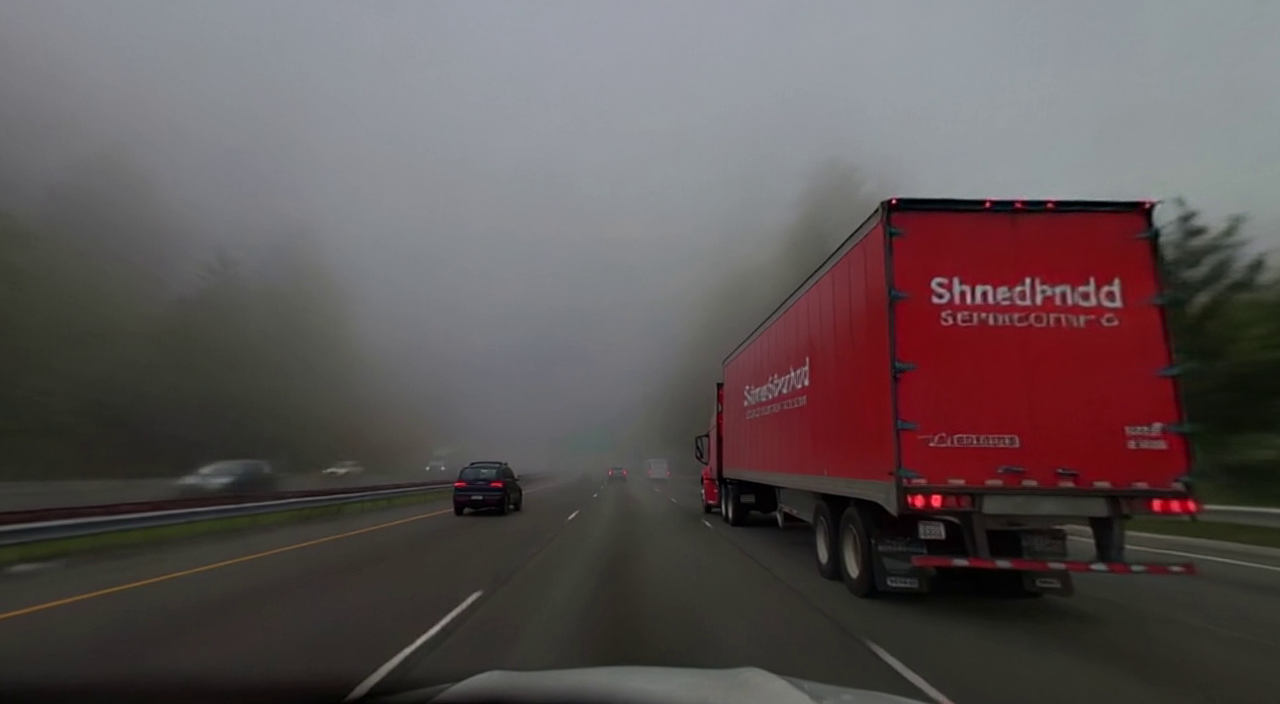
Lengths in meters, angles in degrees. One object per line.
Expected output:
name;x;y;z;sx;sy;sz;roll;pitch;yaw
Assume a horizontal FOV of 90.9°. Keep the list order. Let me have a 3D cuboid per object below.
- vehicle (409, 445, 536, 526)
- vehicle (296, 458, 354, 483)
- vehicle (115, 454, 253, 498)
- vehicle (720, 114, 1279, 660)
vehicle;-4.142;3.428;16.519;2.070;1.775;4.646;1;-10;-1
vehicle;-22.113;8.344;44.388;1.878;1.652;4.379;1;-10;-1
vehicle;-17.398;4.777;24.413;1.935;1.506;4.623;1;-10;-1
vehicle;4.110;1.390;11.840;2.992;4.300;13.967;1;-10;-2
